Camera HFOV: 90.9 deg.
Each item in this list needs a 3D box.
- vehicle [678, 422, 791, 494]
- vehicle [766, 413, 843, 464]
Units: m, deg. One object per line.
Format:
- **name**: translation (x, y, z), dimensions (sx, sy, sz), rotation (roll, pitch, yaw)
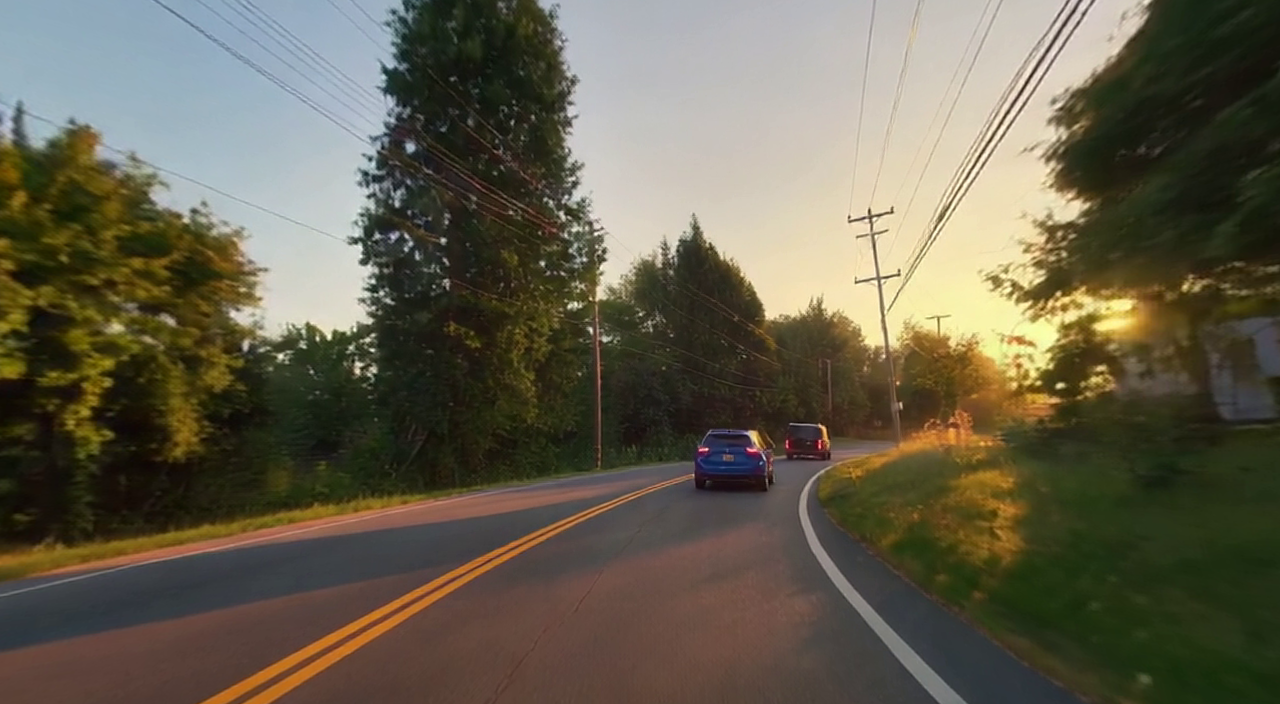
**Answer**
- **vehicle**: translation (2.597, 2.701, 16.398), dimensions (2.157, 1.565, 4.243), rotation (-3, -9, 18)
- **vehicle**: translation (7.988, 4.149, 30.119), dimensions (2.376, 2.145, 5.953), rotation (-4, -9, 26)
